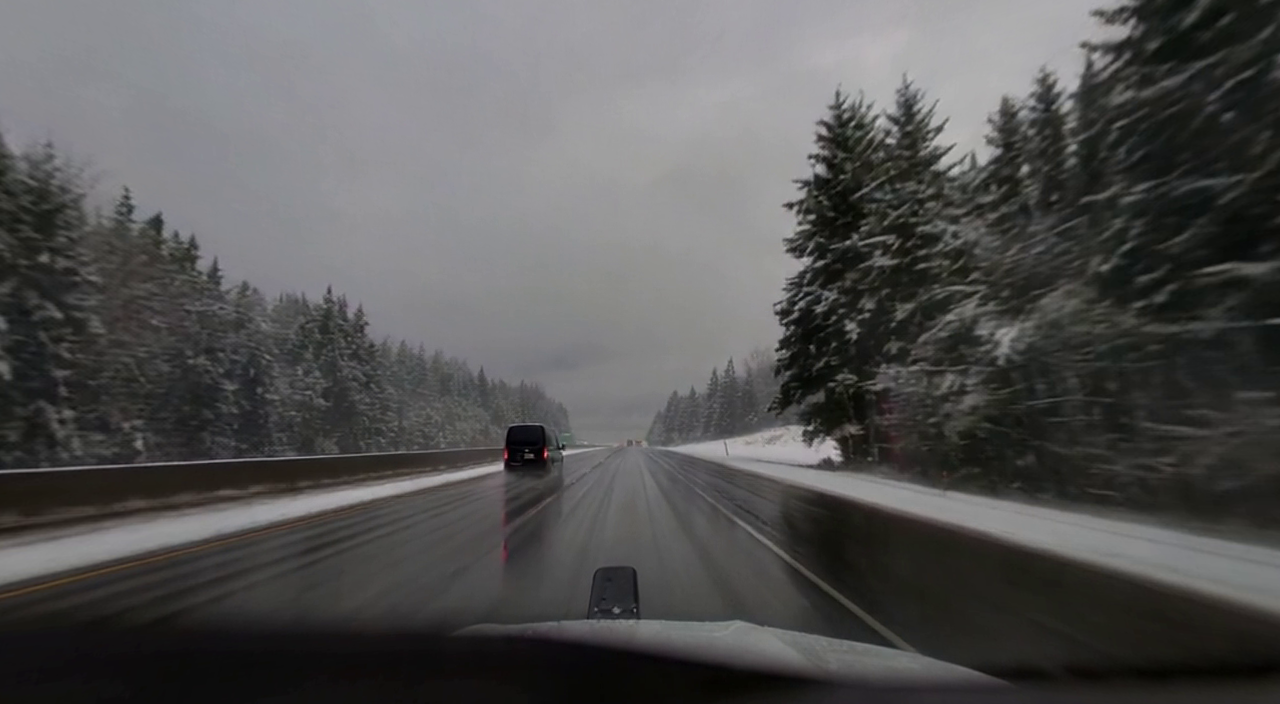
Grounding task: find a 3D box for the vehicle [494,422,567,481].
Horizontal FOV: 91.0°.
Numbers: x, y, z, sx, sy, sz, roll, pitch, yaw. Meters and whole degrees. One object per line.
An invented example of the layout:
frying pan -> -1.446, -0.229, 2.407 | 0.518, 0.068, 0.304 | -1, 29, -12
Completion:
vehicle -> -4.094, 3.803, 24.318 | 1.976, 2.029, 4.737 | -1, -8, 0
